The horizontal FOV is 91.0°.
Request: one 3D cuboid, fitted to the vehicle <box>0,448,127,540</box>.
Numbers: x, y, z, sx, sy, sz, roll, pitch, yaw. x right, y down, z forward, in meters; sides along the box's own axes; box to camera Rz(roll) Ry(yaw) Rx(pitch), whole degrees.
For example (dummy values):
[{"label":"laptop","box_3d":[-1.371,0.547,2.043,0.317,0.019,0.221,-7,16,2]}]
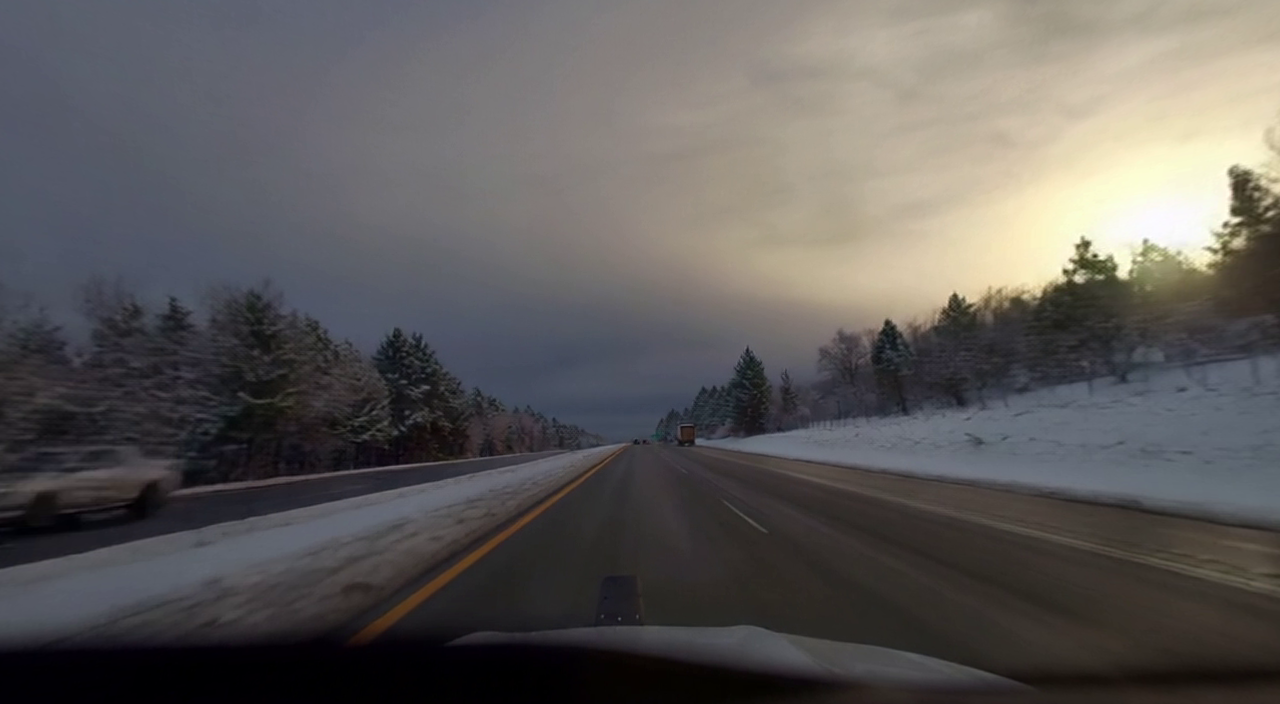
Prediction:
[{"label":"vehicle","box_3d":[-11.766,2.473,10.993,1.874,1.495,4.409,0,-8,0]}]
